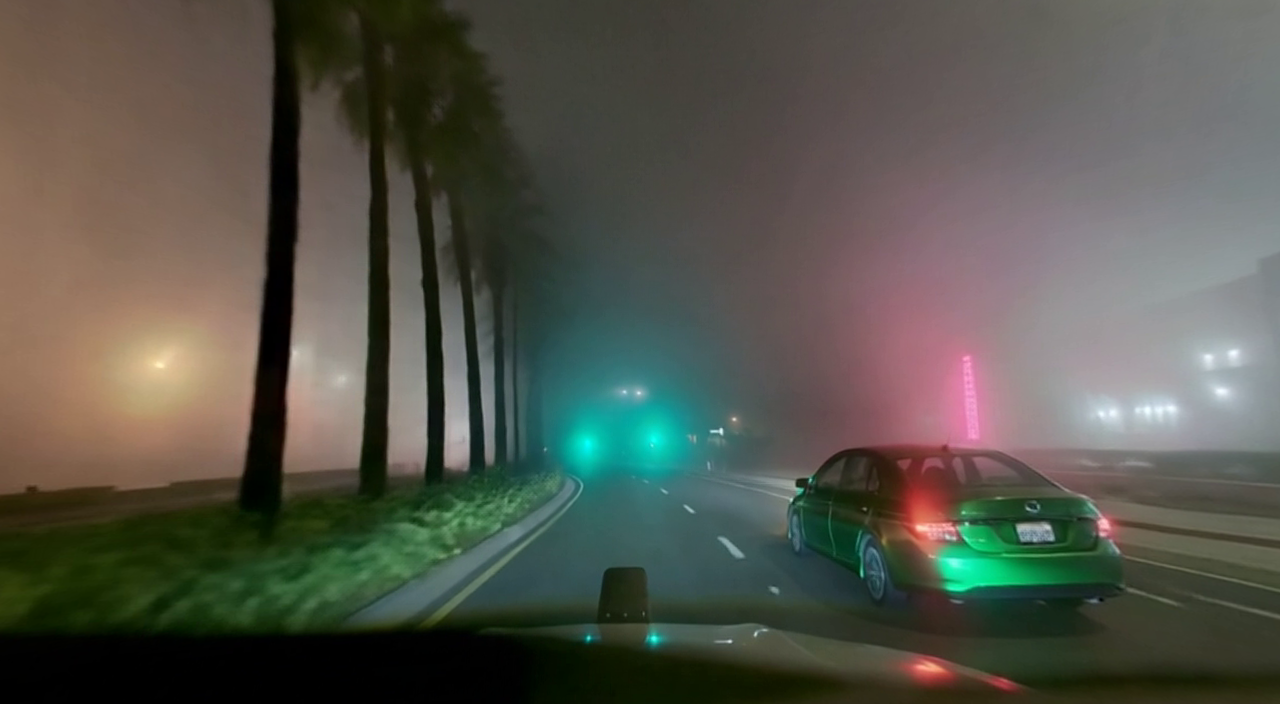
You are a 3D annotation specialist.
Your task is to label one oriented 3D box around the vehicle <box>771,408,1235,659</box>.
[{"bbox_3d":[2.758,1.475,6.201,1.867,1.554,4.301,0,-9,-2],"label":"vehicle"}]
